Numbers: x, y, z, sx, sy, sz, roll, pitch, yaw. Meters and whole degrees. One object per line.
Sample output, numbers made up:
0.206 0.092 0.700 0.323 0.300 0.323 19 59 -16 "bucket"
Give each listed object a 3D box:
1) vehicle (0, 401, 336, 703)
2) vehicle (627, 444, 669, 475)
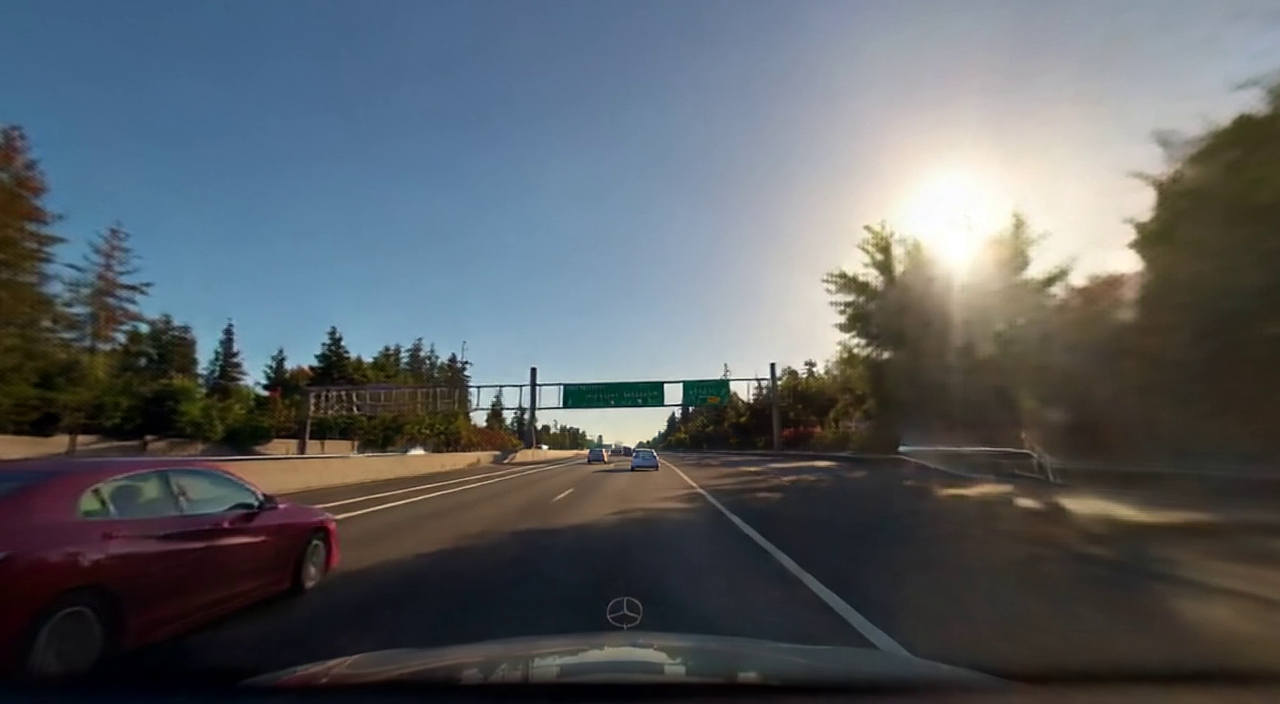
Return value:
-3.814 1.088 3.567 2.062 1.474 4.151 0 -9 1 "vehicle"
0.388 5.365 31.665 2.002 1.449 3.612 0 -9 0 "vehicle"
